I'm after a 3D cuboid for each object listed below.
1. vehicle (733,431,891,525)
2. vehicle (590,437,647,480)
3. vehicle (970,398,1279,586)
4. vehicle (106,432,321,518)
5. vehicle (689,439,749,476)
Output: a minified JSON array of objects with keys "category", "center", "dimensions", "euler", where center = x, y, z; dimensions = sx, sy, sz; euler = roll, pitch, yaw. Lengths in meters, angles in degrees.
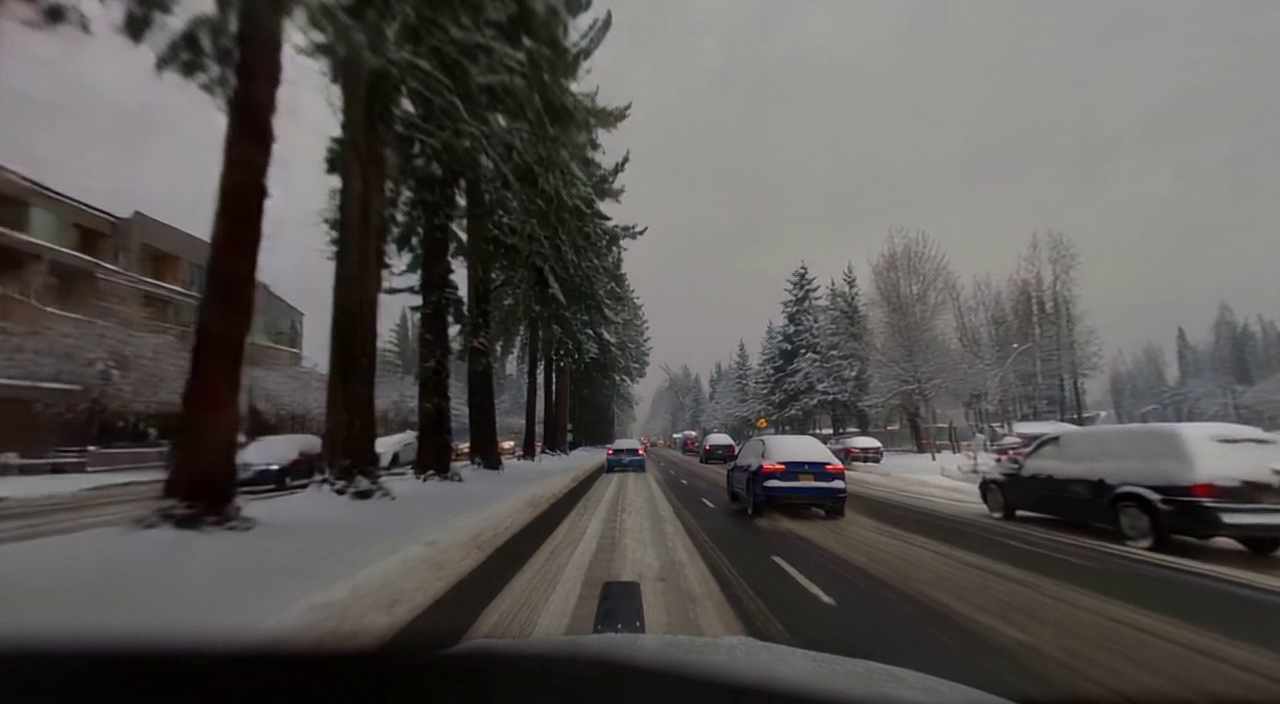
[{"category":"vehicle","center":[3.072,2.323,12.187],"dimensions":[1.852,1.498,3.825],"euler":[0,-9,-2]},{"category":"vehicle","center":[-0.763,4.041,24.156],"dimensions":[1.994,1.479,3.647],"euler":[0,-9,0]},{"category":"vehicle","center":[7.144,1.729,8.681],"dimensions":[2.224,1.772,5.325],"euler":[0,-9,-1]},{"category":"vehicle","center":[-9.197,2.658,14.190],"dimensions":[1.953,1.612,4.204],"euler":[0,-9,-2]},{"category":"vehicle","center":[3.285,4.484,27.065],"dimensions":[1.908,1.453,4.230],"euler":[0,-9,-1]}]
